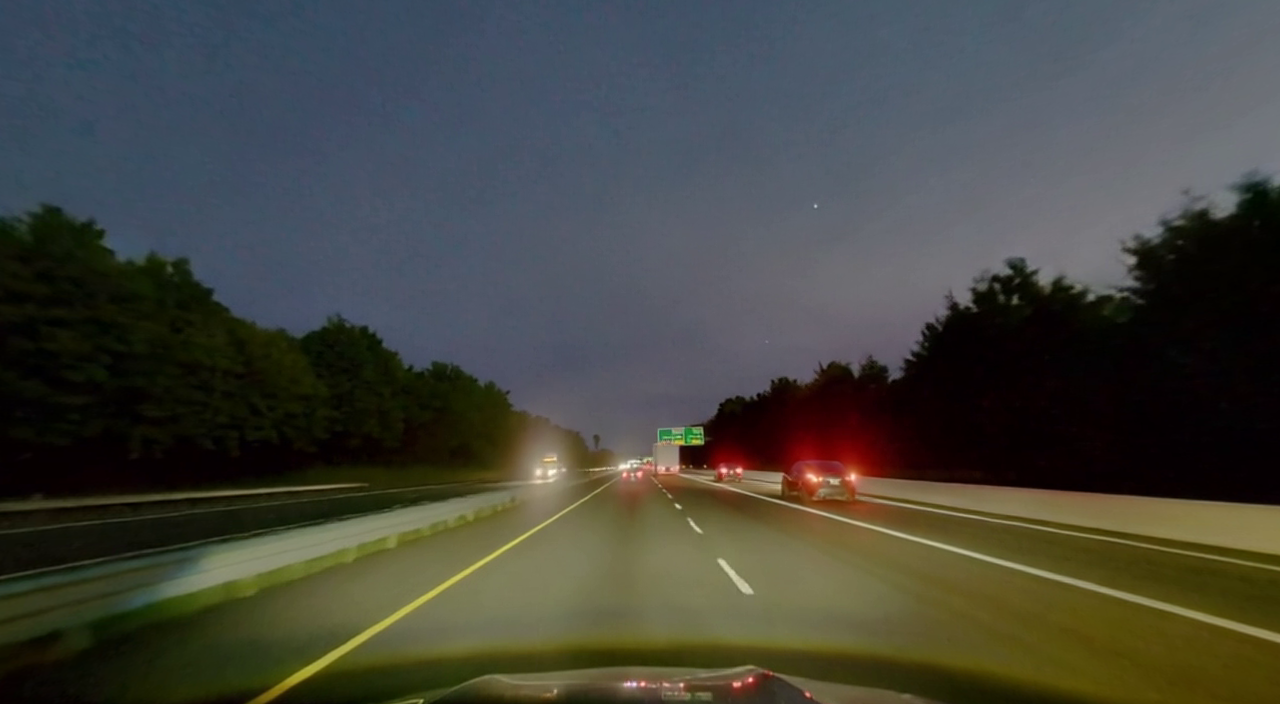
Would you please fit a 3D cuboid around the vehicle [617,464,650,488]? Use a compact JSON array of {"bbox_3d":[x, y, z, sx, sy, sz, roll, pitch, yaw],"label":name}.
[{"bbox_3d":[-0.438,8.004,40.885,2.025,1.452,3.927,1,-10,-1],"label":"vehicle"}]
